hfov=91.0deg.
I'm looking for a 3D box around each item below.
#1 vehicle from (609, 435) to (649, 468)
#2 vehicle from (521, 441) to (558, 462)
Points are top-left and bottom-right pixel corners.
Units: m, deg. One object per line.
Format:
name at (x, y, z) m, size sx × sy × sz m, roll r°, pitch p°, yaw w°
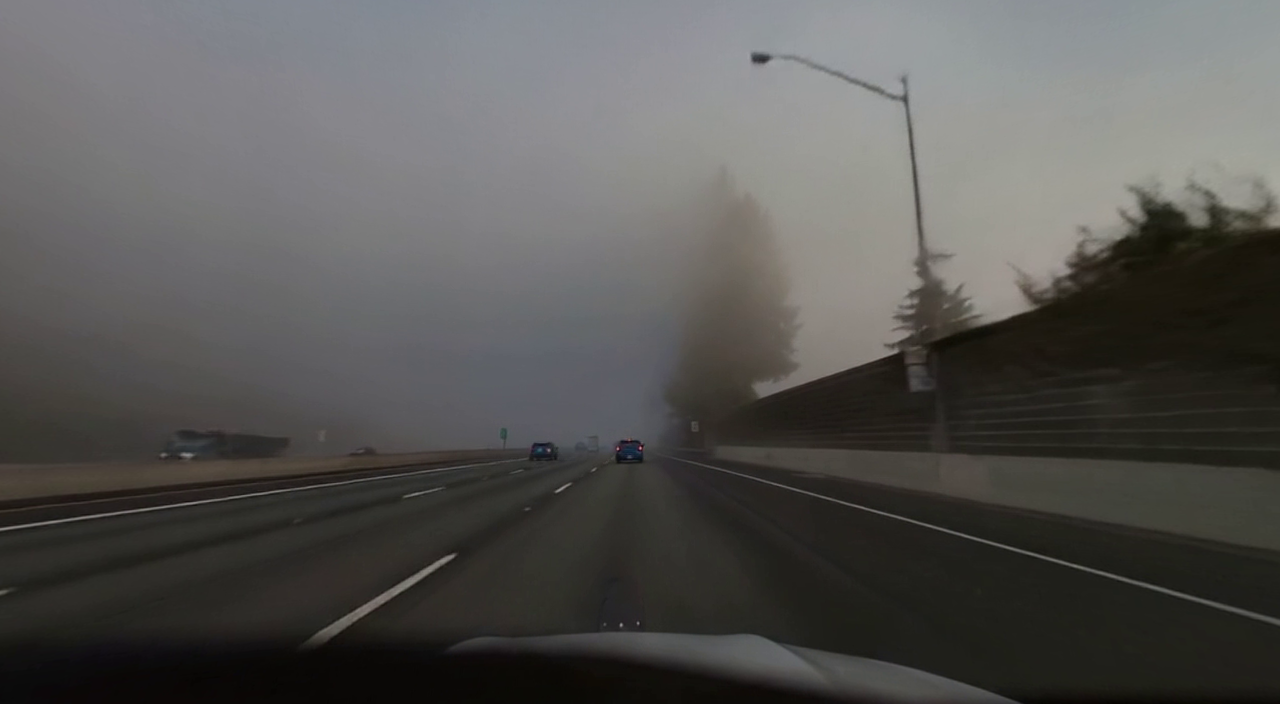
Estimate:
vehicle at (-0.562, 5.534, 35.141) m, size 2.141 × 1.706 × 4.065 m, roll 0°, pitch -9°, yaw 0°
vehicle at (-7.544, 7.543, 47.854) m, size 2.019 × 1.523 × 4.396 m, roll 0°, pitch -9°, yaw 1°
